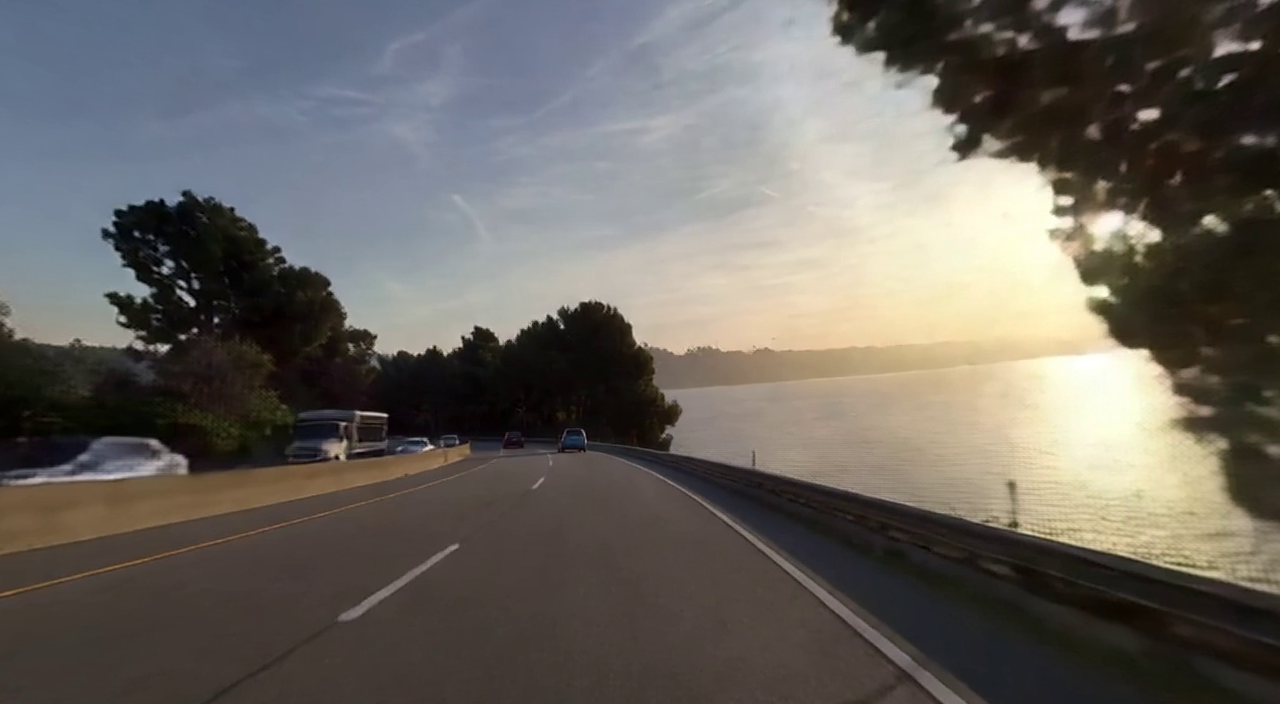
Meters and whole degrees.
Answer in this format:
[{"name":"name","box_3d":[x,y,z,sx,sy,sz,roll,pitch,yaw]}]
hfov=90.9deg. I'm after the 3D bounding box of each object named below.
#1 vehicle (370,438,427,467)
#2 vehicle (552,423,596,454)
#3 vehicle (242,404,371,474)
[{"name":"vehicle","box_3d":[-13.373,5.597,35.240,1.987,1.473,4.367,1,-9,-8]},{"name":"vehicle","box_3d":[-4.926,6.396,46.353,2.632,2.162,5.529,1,-9,-11]},{"name":"vehicle","box_3d":[-16.738,4.521,32.495,2.876,3.122,8.556,1,-9,-7]}]
